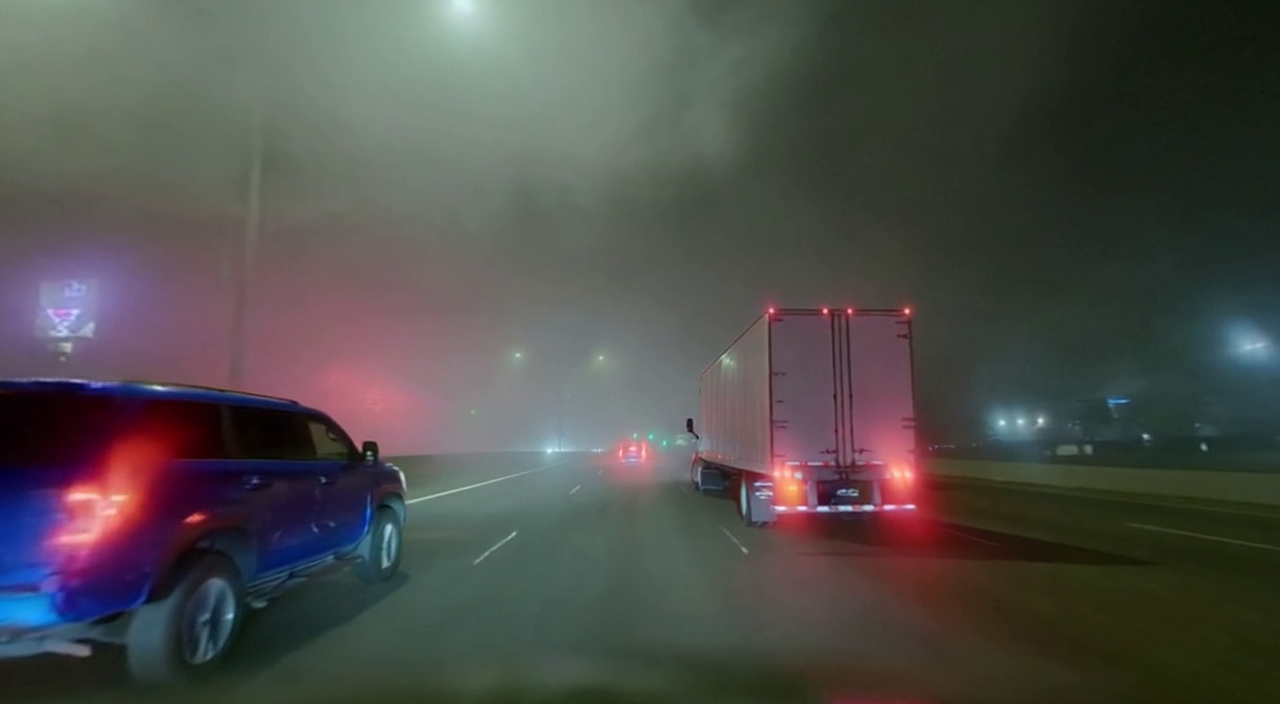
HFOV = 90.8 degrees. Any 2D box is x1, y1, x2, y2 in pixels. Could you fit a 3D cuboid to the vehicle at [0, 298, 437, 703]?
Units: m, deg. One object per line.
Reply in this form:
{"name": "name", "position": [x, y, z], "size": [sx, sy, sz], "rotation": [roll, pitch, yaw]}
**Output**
{"name": "vehicle", "position": [-3.357, 1.045, 4.529], "size": [2.229, 1.806, 4.698], "rotation": [0, -9, 0]}

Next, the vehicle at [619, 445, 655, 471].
{"name": "vehicle", "position": [-0.172, 5.987, 35.914], "size": [1.929, 1.395, 3.999], "rotation": [0, -9, 0]}

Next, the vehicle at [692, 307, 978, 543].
{"name": "vehicle", "position": [3.173, 1.804, 14.434], "size": [2.934, 3.325, 10.986], "rotation": [0, -9, 0]}
